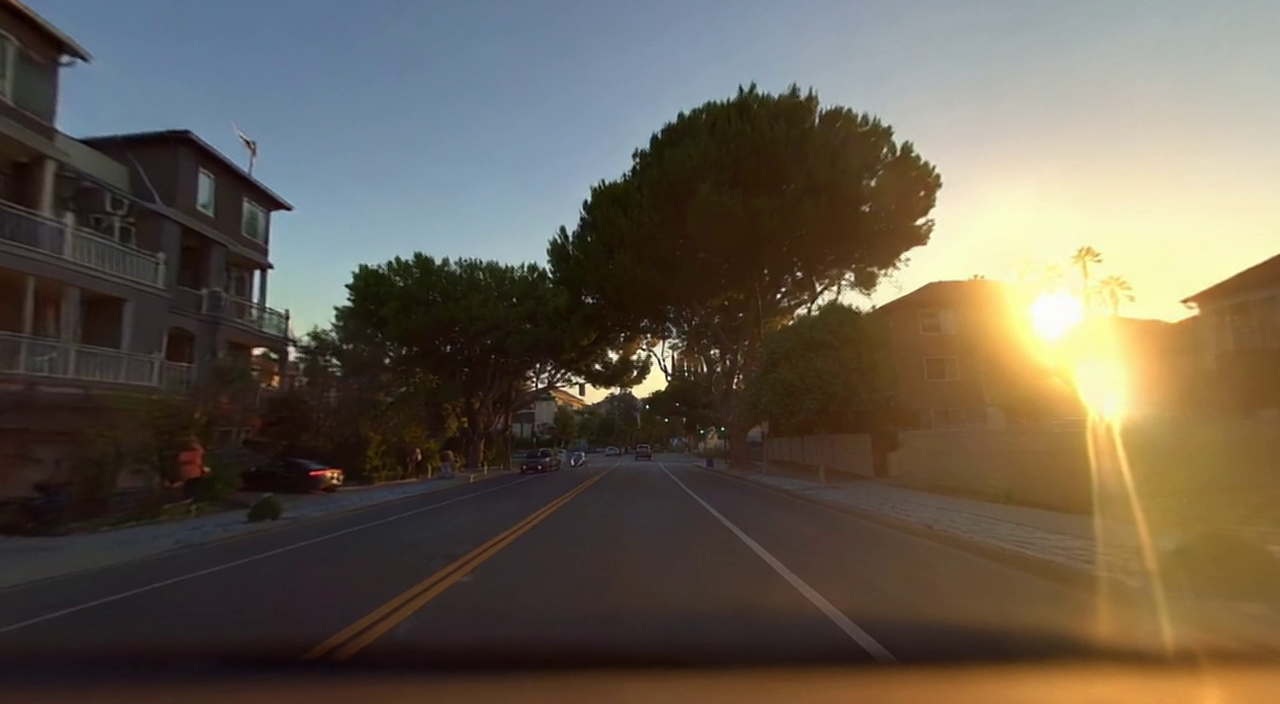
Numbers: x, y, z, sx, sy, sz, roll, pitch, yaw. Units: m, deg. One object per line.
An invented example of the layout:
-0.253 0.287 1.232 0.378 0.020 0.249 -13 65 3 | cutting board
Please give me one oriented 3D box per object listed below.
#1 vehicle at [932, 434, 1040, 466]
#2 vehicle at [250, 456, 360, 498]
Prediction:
17.253 4.934 31.618 4.161 1.442 2.023 -1 -10 0 | vehicle
-12.794 4.769 24.492 1.934 1.389 4.364 0 -9 -1 | vehicle
